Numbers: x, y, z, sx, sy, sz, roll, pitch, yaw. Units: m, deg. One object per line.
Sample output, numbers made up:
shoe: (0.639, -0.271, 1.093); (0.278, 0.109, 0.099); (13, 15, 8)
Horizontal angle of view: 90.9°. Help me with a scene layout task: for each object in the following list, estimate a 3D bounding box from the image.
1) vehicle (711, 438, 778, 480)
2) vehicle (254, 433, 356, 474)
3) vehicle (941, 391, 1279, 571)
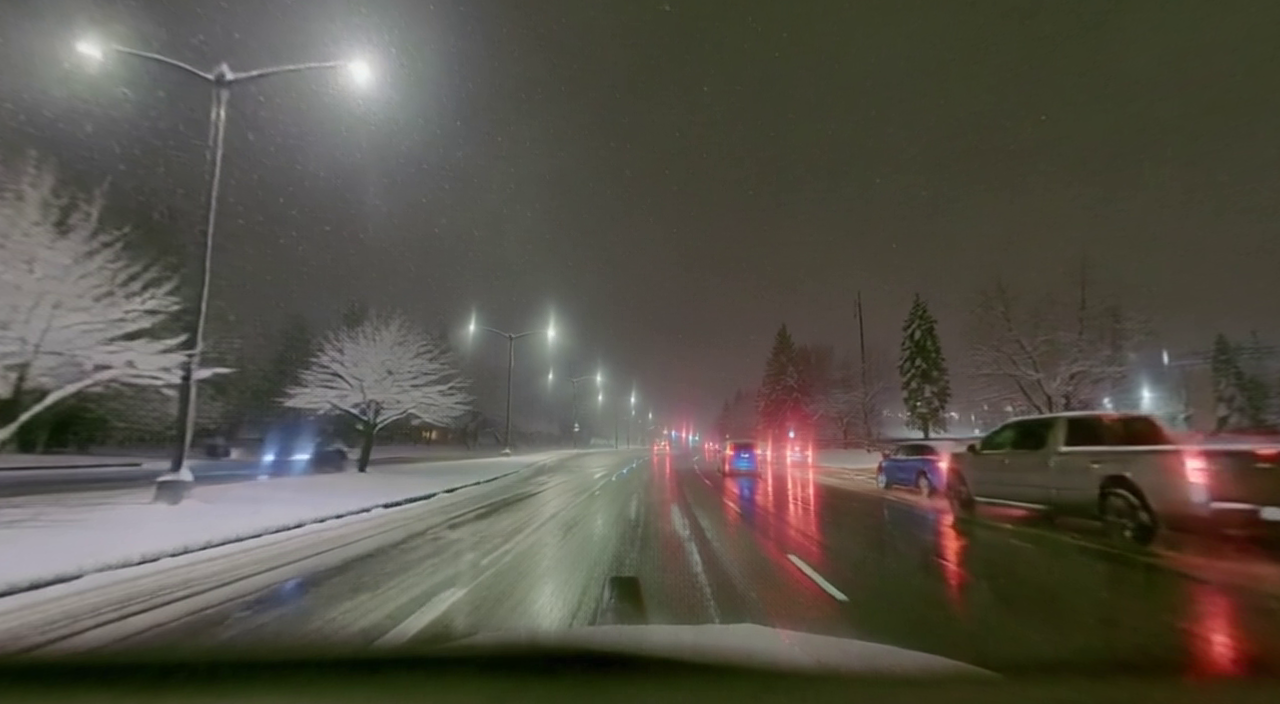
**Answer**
vehicle: (4.074, 4.257, 25.348); (1.981, 1.499, 4.536); (0, -8, 1)
vehicle: (-13.820, 4.201, 26.298); (1.862, 1.551, 4.265); (-1, -8, 1)
vehicle: (7.704, 1.912, 10.329); (2.410, 1.997, 6.477); (0, -8, 1)
